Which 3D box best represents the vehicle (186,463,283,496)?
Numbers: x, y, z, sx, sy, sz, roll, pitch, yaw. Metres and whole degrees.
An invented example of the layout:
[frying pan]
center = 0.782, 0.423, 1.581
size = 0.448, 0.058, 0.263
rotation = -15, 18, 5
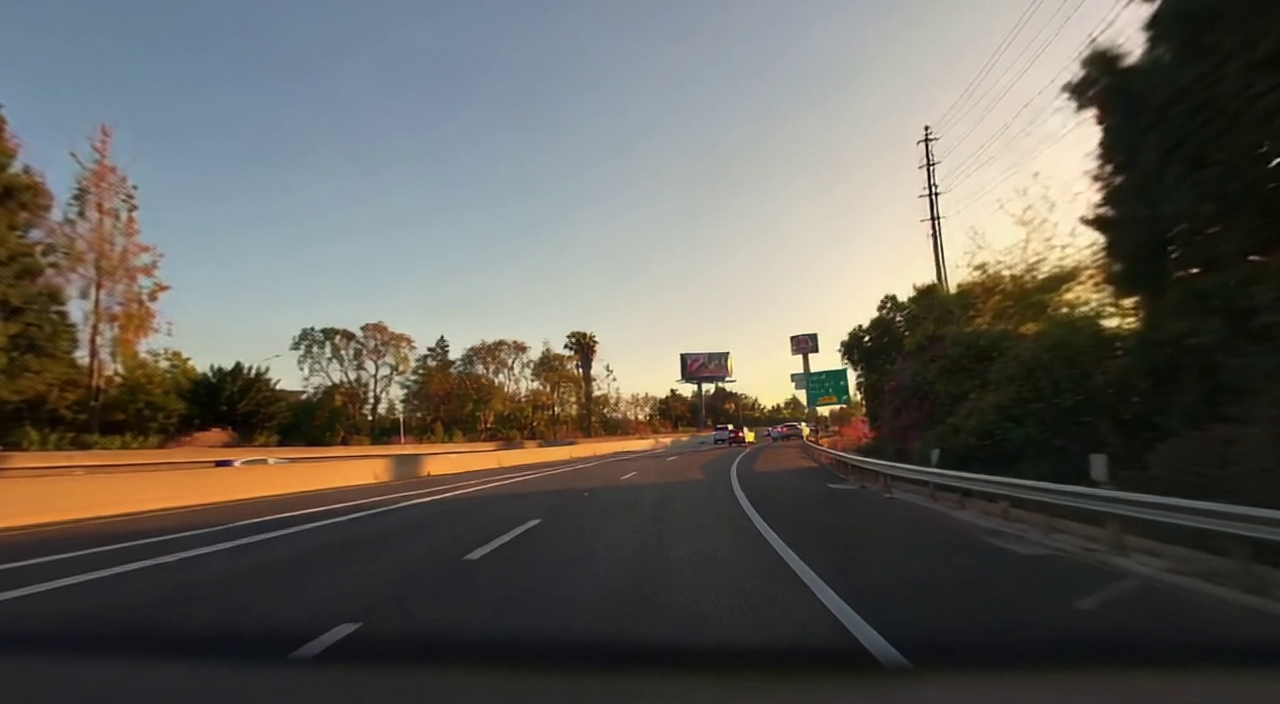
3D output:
[vehicle]
center = -24.936, 7.794, 38.733
size = 2.145, 1.717, 4.448
rotation = -6, -10, 33
